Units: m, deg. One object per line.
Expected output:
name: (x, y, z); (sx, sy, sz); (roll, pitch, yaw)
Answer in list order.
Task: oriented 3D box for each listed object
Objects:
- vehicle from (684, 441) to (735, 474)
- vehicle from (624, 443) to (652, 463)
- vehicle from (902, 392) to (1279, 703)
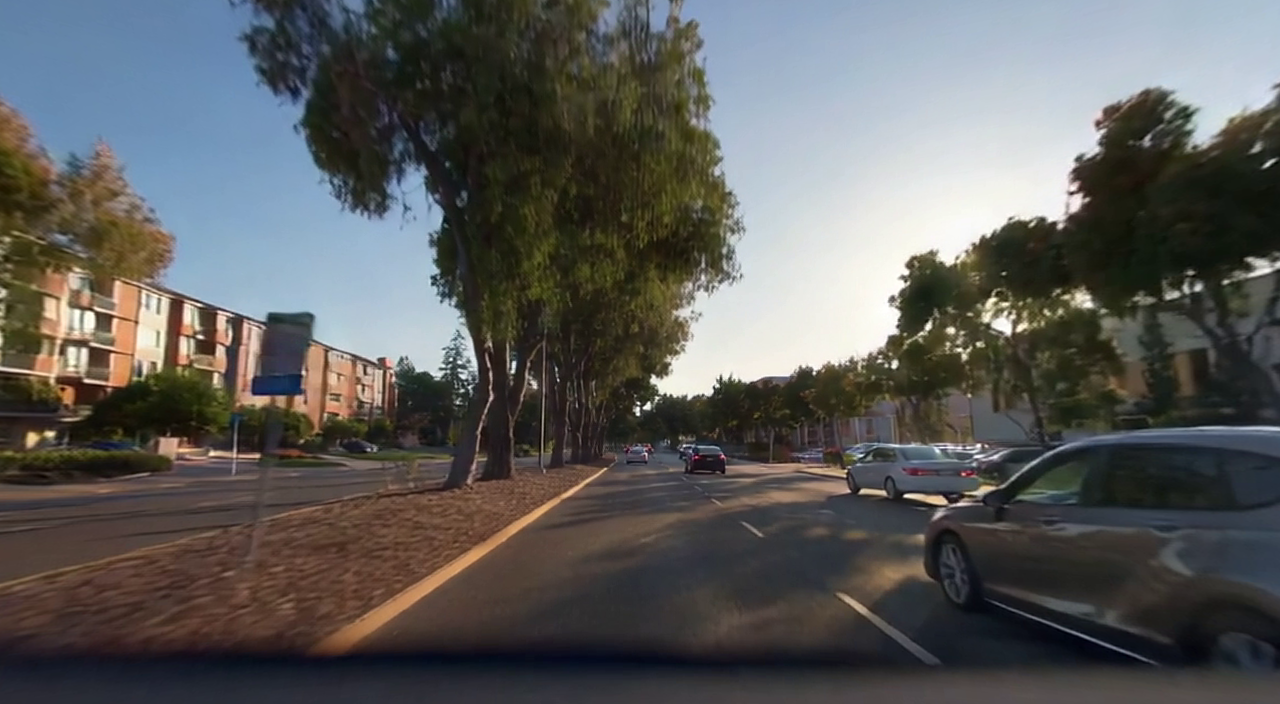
vehicle: (3.433, 5.328, 32.108); (1.953, 1.514, 4.672); (0, -9, -2)
vehicle: (-0.198, 7.786, 48.909); (2.095, 1.456, 3.873); (0, -9, -1)
vehicle: (3.386, 1.091, 3.567); (2.034, 1.496, 4.040); (0, -9, -1)
